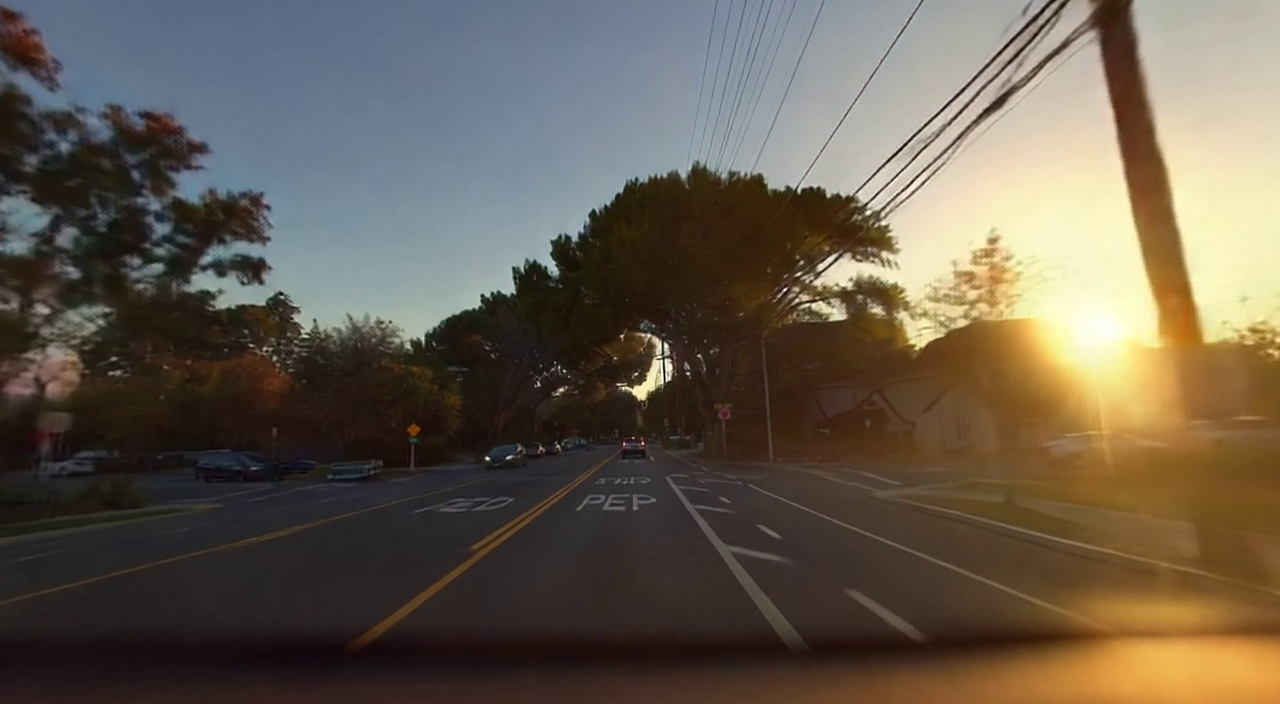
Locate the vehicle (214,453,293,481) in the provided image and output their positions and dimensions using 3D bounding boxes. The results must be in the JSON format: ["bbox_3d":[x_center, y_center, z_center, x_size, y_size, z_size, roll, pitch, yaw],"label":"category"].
[{"bbox_3d":[-25.287,7.505,41.573,1.932,1.627,4.948,0,-9,1],"label":"vehicle"}]

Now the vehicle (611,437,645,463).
[{"bbox_3d":[-0.673,5.731,37.113,1.877,1.448,3.830,0,-9,0],"label":"vehicle"}]

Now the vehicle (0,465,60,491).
[{"bbox_3d":[-39.963,8.032,40.523,1.728,1.456,3.782,-1,-9,3],"label":"vehicle"}]

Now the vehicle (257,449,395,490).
[{"bbox_3d":[-14.137,5.292,28.698,5.190,1.502,2.085,-3,-8,-1],"label":"vehicle"}]

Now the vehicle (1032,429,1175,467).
[{"bbox_3d":[18.735,3.894,25.686,4.292,1.489,1.895,0,-9,-1],"label":"vehicle"}]

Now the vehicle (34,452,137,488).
[{"bbox_3d":[-36.527,7.753,41.804,2.162,2.070,5.031,-2,-8,1],"label":"vehicle"}]

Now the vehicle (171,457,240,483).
[{"bbox_3d":[-28.180,7.623,41.123,1.806,1.503,3.853,0,-9,-2],"label":"vehicle"}]

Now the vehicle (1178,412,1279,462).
[{"bbox_3d":[25.411,3.485,25.903,4.597,1.961,2.087,0,-9,2],"label":"vehicle"}]

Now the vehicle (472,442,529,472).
[{"bbox_3d":[-7.306,5.522,33.522,2.034,1.464,4.438,0,-9,0],"label":"vehicle"}]
